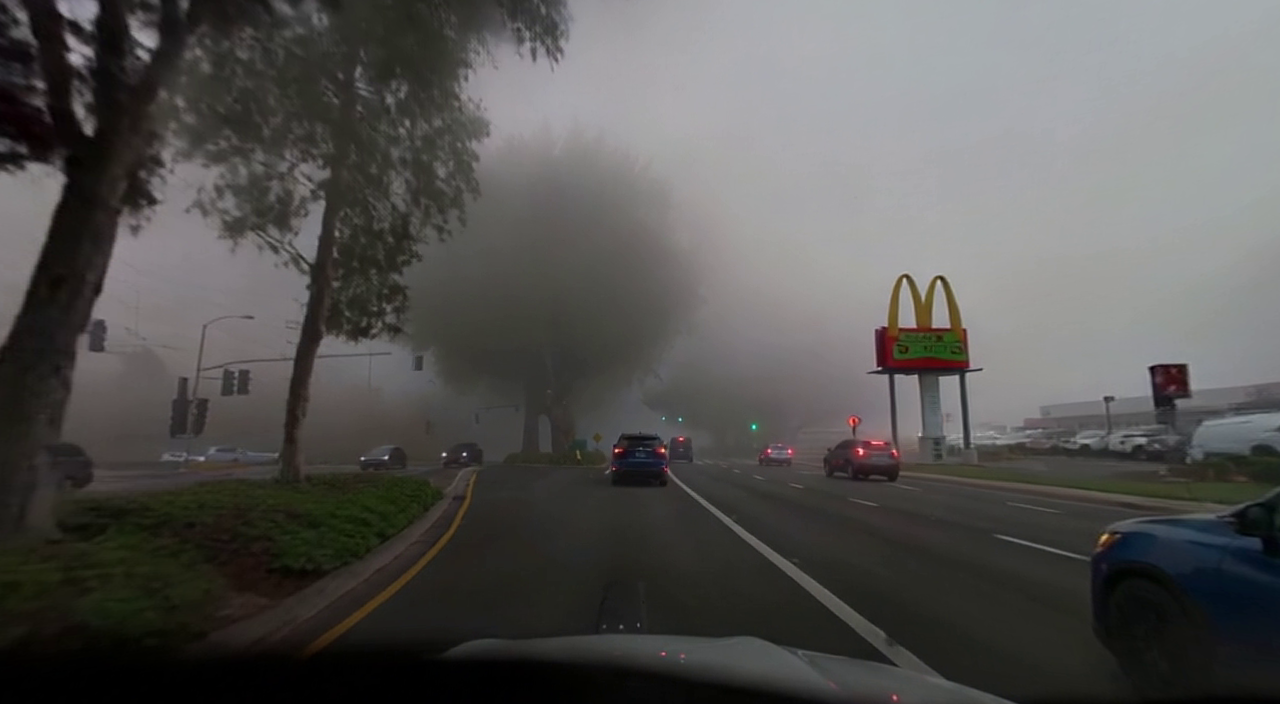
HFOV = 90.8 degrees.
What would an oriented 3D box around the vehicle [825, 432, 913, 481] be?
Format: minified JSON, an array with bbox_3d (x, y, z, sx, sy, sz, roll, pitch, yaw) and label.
[{"bbox_3d":[9.045,4.167,25.398,1.977,1.786,4.344,0,-8,1],"label":"vehicle"}]

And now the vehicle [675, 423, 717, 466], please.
[{"bbox_3d":[3.578,5.948,40.997,2.239,2.586,4.586,1,-8,-1],"label":"vehicle"}]

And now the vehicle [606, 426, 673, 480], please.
[{"bbox_3d":[-0.076,3.959,24.952,2.402,1.938,4.535,0,-8,-1],"label":"vehicle"}]

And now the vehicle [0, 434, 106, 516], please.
[{"bbox_3d":[-14.337,2.655,13.507,2.136,1.676,4.371,-1,-10,-3],"label":"vehicle"}]

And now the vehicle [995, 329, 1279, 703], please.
[{"bbox_3d":[3.402,0.716,1.894,2.076,1.716,4.416,0,-8,0],"label":"vehicle"}]

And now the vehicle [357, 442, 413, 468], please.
[{"bbox_3d":[-18.625,7.538,46.356,2.050,1.797,4.945,0,-8,0],"label":"vehicle"}]

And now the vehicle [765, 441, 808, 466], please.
[{"bbox_3d":[9.517,6.621,41.275,1.879,1.517,4.006,0,-8,0],"label":"vehicle"}]

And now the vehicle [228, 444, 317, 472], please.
[{"bbox_3d":[-27.404,7.903,47.231,5.258,1.970,2.363,-1,-8,4],"label":"vehicle"}]
